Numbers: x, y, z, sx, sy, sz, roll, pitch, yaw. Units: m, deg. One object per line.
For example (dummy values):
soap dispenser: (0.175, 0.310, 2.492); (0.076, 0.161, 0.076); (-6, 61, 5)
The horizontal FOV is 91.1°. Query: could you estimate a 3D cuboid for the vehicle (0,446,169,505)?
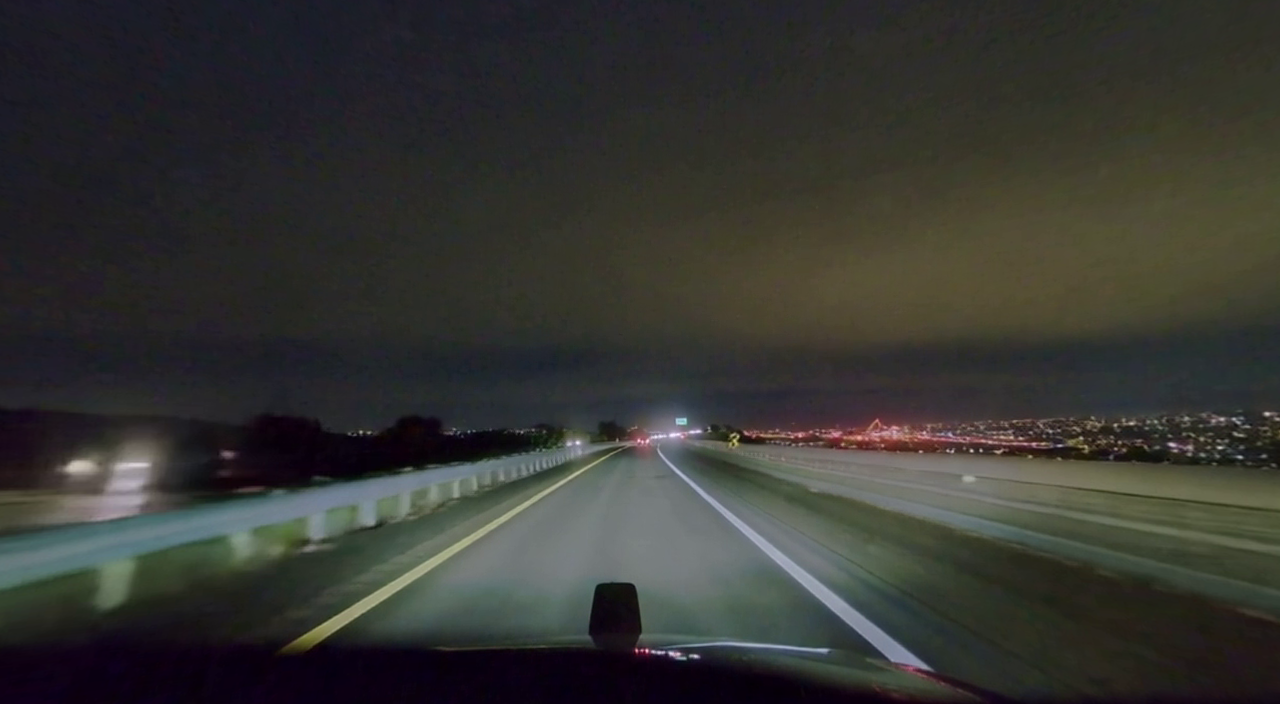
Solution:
vehicle: (-16.516, 3.581, 18.700); (1.821, 1.486, 4.099); (0, -8, 0)
